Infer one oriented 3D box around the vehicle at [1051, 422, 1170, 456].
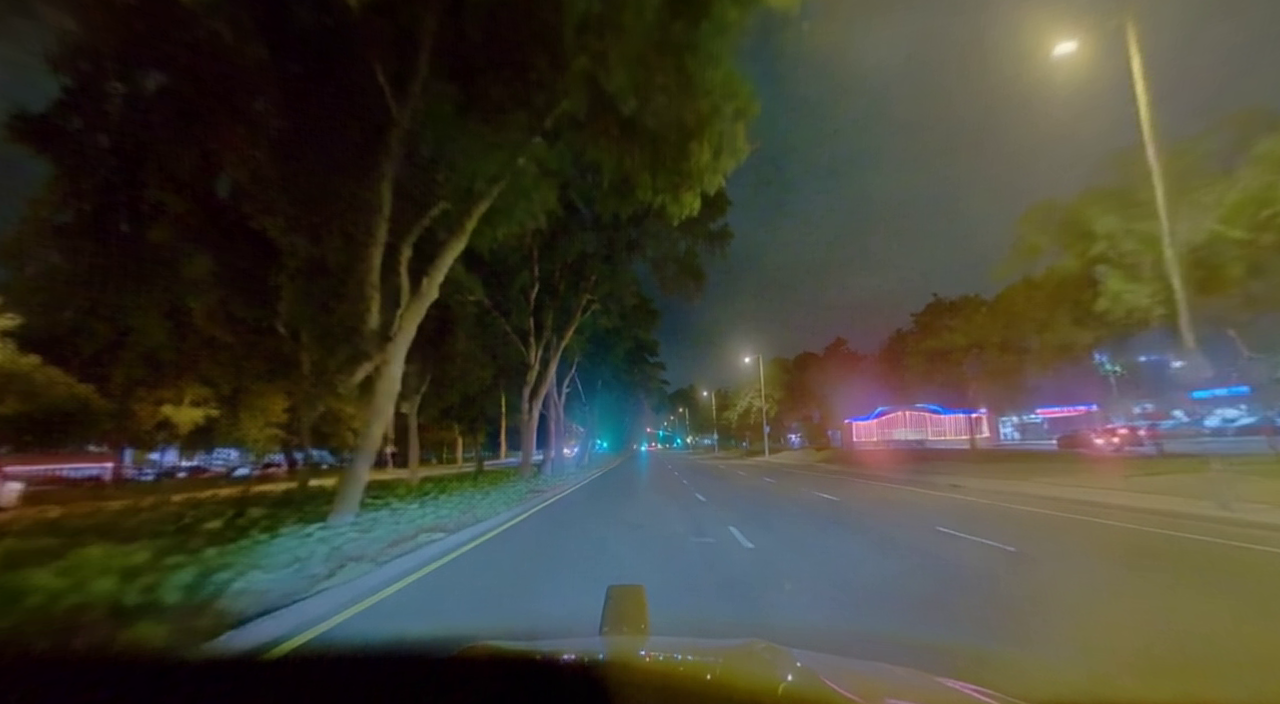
[{"bbox_3d":[32.013,5.918,43.005,6.116,1.924,2.287,-3,-8,1],"label":"vehicle"}]
